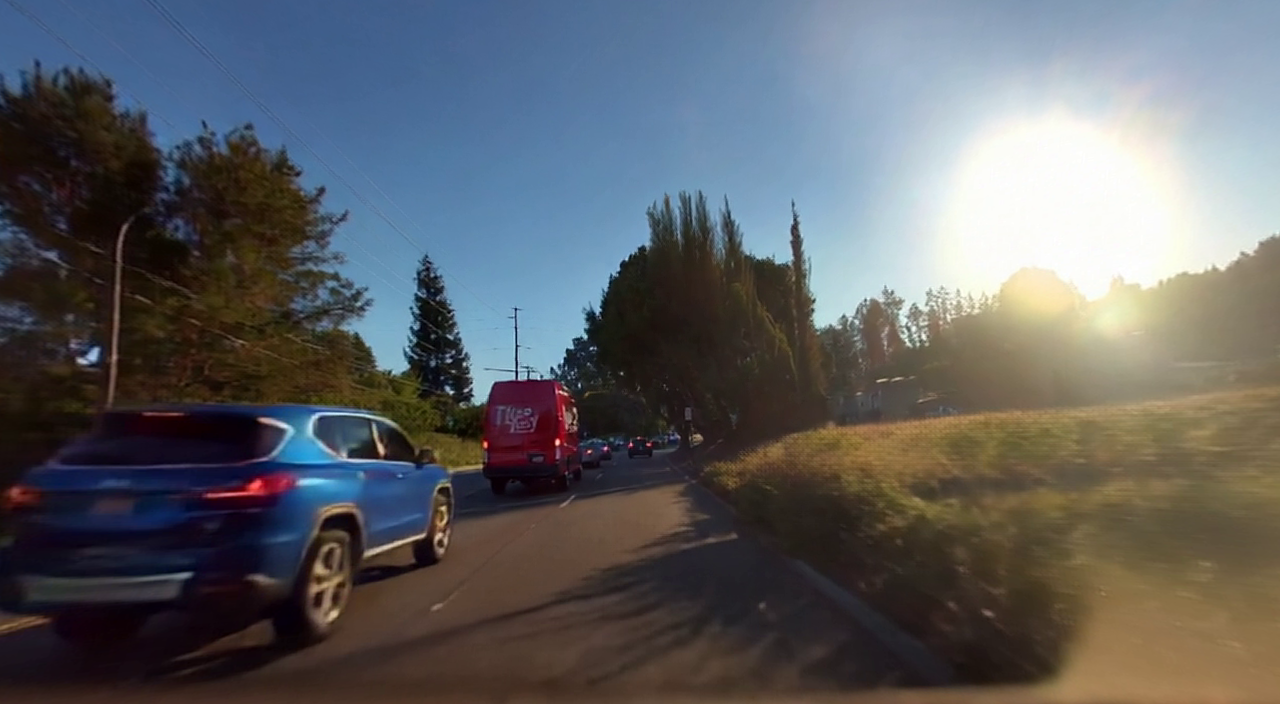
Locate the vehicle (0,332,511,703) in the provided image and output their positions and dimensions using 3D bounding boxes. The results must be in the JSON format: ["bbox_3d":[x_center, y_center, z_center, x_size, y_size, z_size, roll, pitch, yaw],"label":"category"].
[{"bbox_3d":[-2.855,1.215,5.447,2.187,1.821,5.501,-1,-8,2],"label":"vehicle"}]

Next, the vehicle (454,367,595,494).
[{"bbox_3d":[-3.245,2.630,20.559,2.818,3.181,9.114,0,-8,0],"label":"vehicle"}]
